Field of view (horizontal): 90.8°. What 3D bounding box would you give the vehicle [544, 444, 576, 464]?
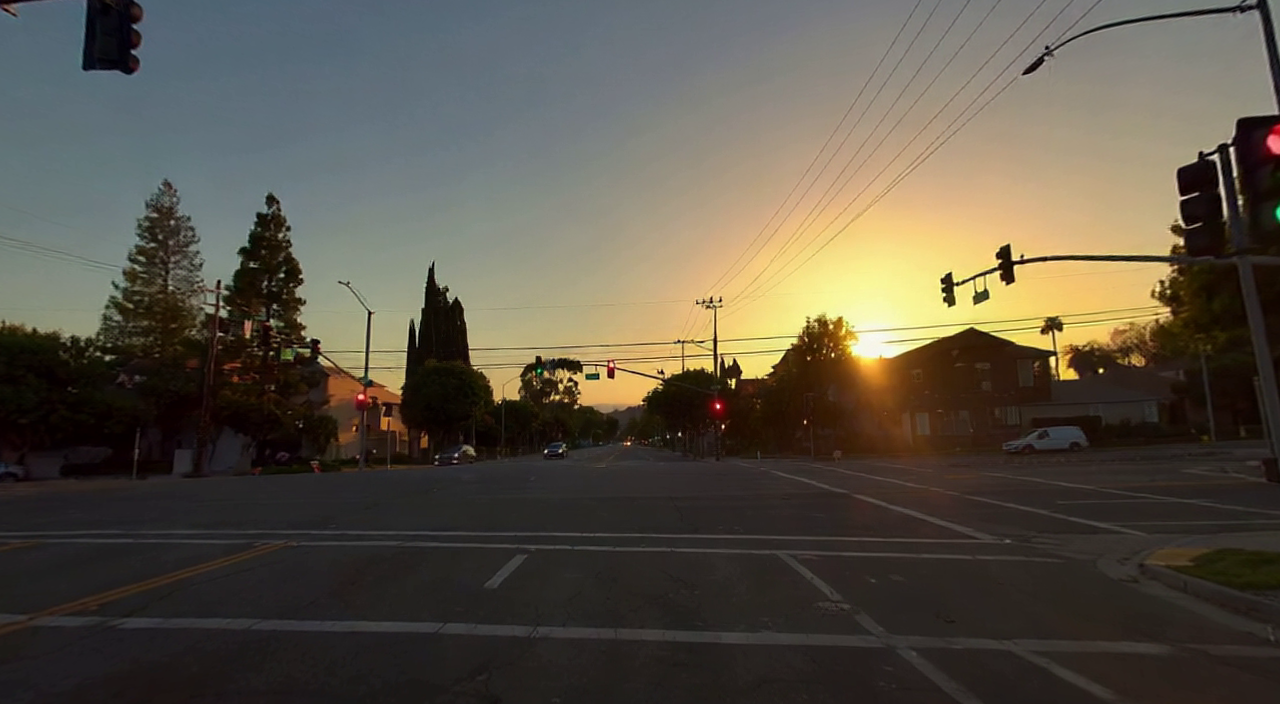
[{"bbox_3d":[-6.116,7.833,48.644,1.936,1.444,4.168,0,-8,0],"label":"vehicle"}]
